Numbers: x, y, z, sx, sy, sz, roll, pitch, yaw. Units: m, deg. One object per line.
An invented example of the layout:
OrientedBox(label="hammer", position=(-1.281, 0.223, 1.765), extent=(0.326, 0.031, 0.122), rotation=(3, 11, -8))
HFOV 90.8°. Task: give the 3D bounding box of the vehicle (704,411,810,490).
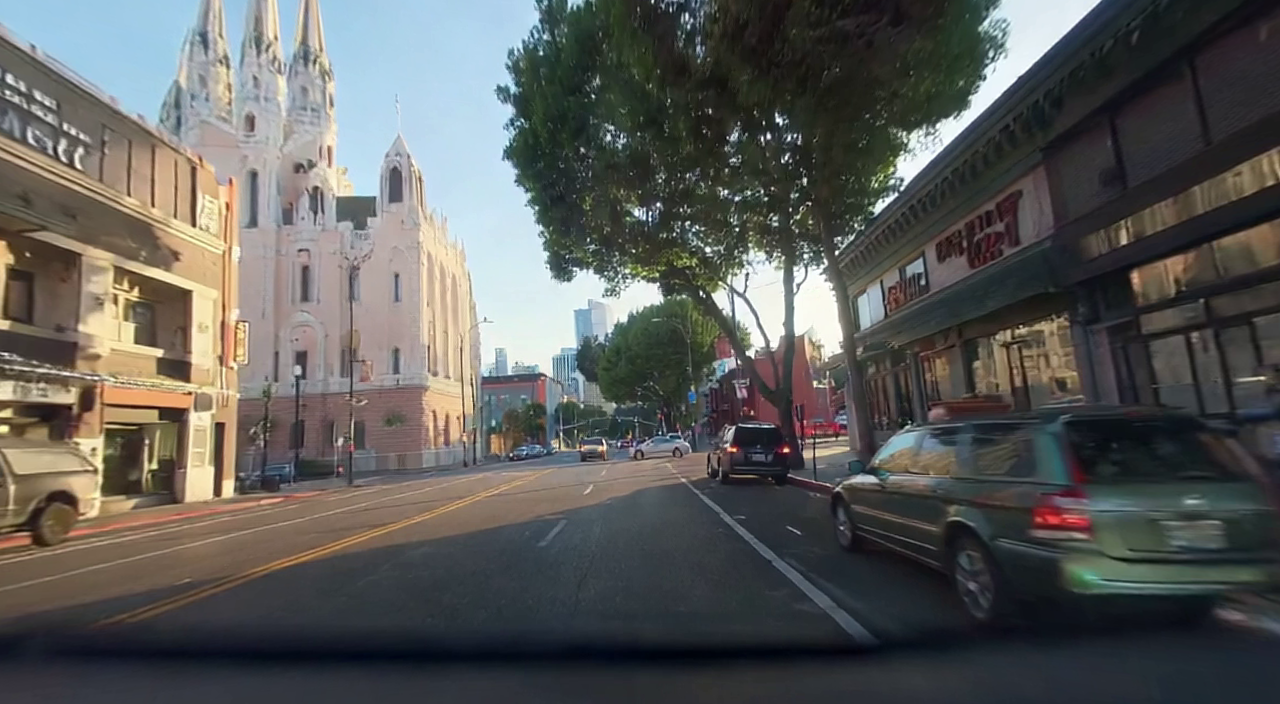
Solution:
OrientedBox(label="vehicle", position=(3.337, 2.979, 19.425), extent=(2.269, 2.046, 5.649), rotation=(0, -8, 1))

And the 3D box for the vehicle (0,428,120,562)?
OrientedBox(label="vehicle", position=(-15.505, 2.870, 12.105), extent=(2.953, 2.851, 9.417), rotation=(2, -8, 0))

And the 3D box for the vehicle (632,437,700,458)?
OrientedBox(label="vehicle", position=(1.902, 7.033, 46.442), extent=(4.620, 1.476, 1.881), rotation=(3, -9, -19))

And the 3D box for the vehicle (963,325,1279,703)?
OrientedBox(label="vehicle", position=(3.141, 0.694, 1.562), extent=(2.452, 1.640, 4.646), rotation=(-1, -8, 4))
